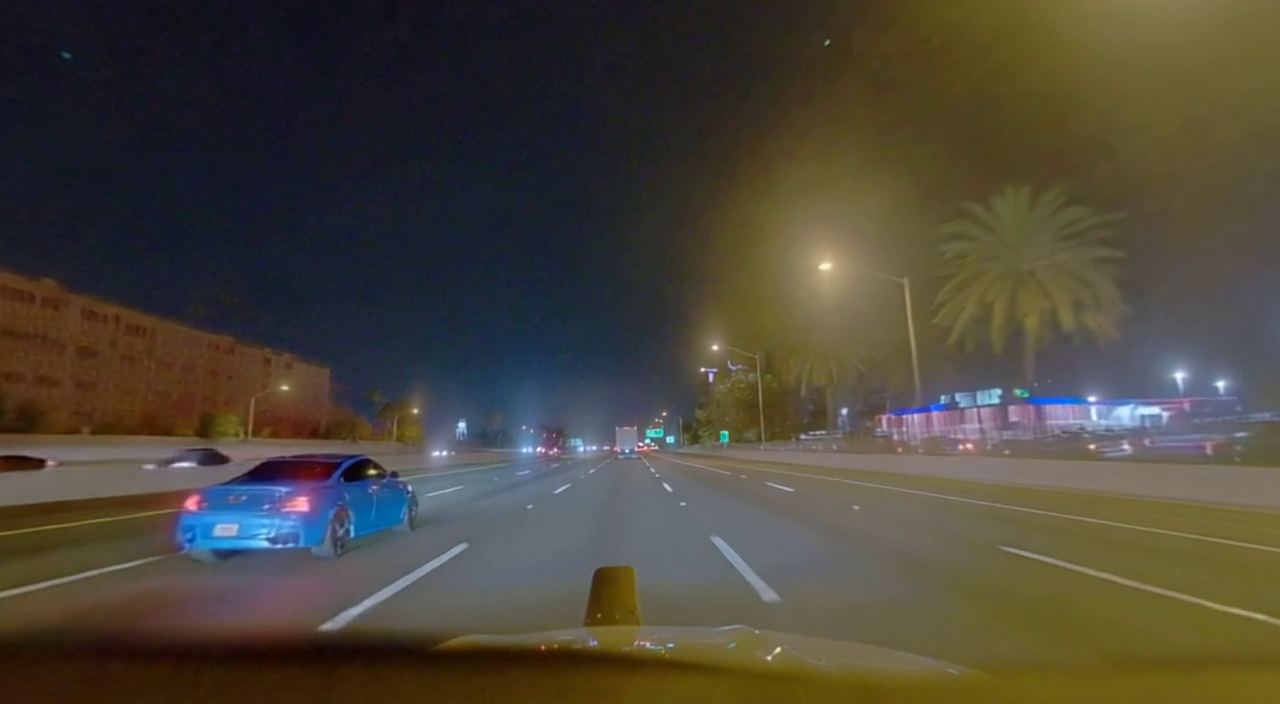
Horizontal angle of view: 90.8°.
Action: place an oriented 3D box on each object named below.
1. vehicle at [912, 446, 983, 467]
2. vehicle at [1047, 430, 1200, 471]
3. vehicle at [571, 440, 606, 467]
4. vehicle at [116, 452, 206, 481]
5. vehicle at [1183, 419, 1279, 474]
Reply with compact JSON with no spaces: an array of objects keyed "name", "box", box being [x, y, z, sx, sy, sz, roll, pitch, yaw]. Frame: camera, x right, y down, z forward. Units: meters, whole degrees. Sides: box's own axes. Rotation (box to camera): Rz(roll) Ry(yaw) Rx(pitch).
[{"name":"vehicle","box":[23.168,7.860,47.650,4.210,1.539,2.121,0,-9,-2]},{"name":"vehicle","box":[22.869,4.688,30.077,5.372,1.852,2.284,0,-9,-1]},{"name":"vehicle","box":[-4.016,8.017,49.908,2.390,2.007,4.901,0,-9,-1]},{"name":"vehicle","box":[-26.187,6.269,34.724,1.771,1.468,4.074,0,-9,-1]},{"name":"vehicle","box":[23.401,3.460,23.214,5.006,1.880,2.095,1,-9,-4]}]
